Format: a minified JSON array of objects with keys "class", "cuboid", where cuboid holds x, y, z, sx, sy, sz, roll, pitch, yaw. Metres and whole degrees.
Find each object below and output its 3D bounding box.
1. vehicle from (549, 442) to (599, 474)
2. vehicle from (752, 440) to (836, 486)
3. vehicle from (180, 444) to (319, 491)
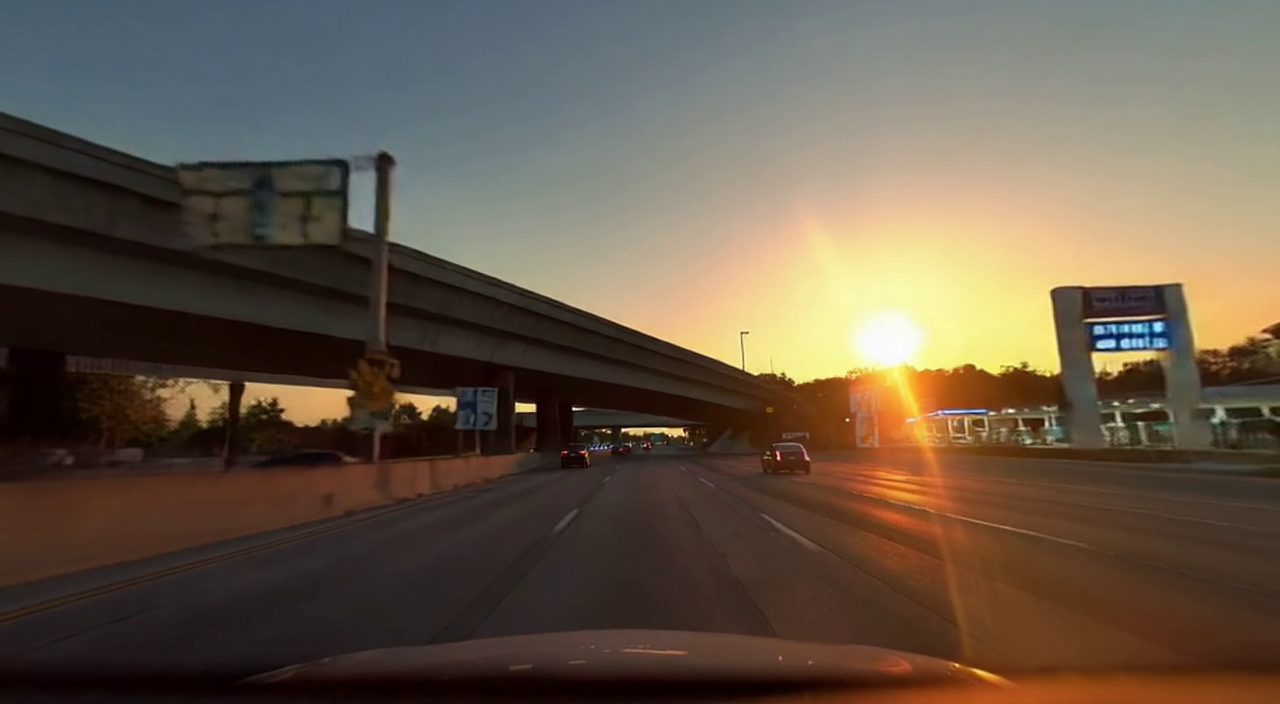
[{"class":"vehicle","cuboid":[-3.301,5.416,32.387,2.114,1.510,4.186,-1,-9,1]},{"class":"vehicle","cuboid":[5.464,3.993,23.090,1.909,1.467,4.940,-1,-9,1]},{"class":"vehicle","cuboid":[-14.263,4.224,23.424,2.283,1.536,4.403,-1,-9,1]}]
